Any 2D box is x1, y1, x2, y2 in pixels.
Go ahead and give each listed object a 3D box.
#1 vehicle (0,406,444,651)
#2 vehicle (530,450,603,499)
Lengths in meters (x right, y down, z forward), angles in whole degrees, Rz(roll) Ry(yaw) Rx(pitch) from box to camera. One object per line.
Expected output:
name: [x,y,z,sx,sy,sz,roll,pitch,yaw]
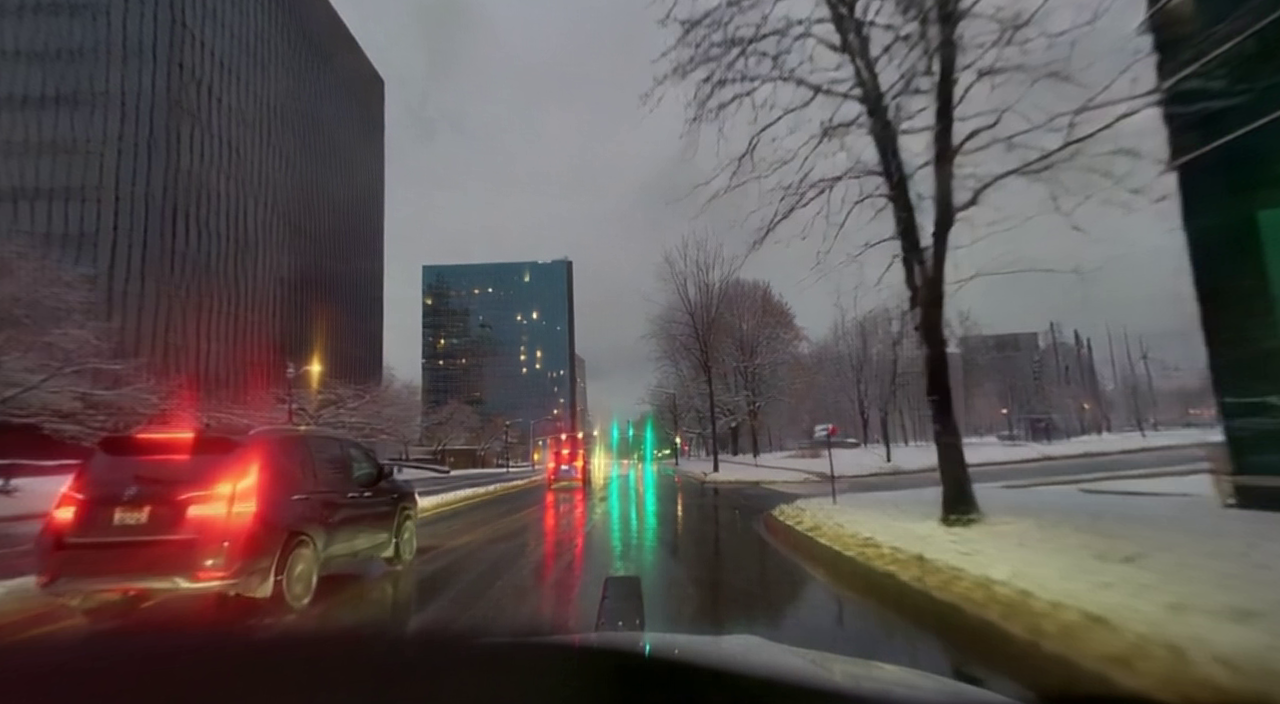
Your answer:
vehicle: [-4.041,1.704,6.918,2.169,1.741,4.588,-1,-11,2]
vehicle: [-2.997,5.201,26.898,2.384,1.849,5.009,-1,-11,2]
